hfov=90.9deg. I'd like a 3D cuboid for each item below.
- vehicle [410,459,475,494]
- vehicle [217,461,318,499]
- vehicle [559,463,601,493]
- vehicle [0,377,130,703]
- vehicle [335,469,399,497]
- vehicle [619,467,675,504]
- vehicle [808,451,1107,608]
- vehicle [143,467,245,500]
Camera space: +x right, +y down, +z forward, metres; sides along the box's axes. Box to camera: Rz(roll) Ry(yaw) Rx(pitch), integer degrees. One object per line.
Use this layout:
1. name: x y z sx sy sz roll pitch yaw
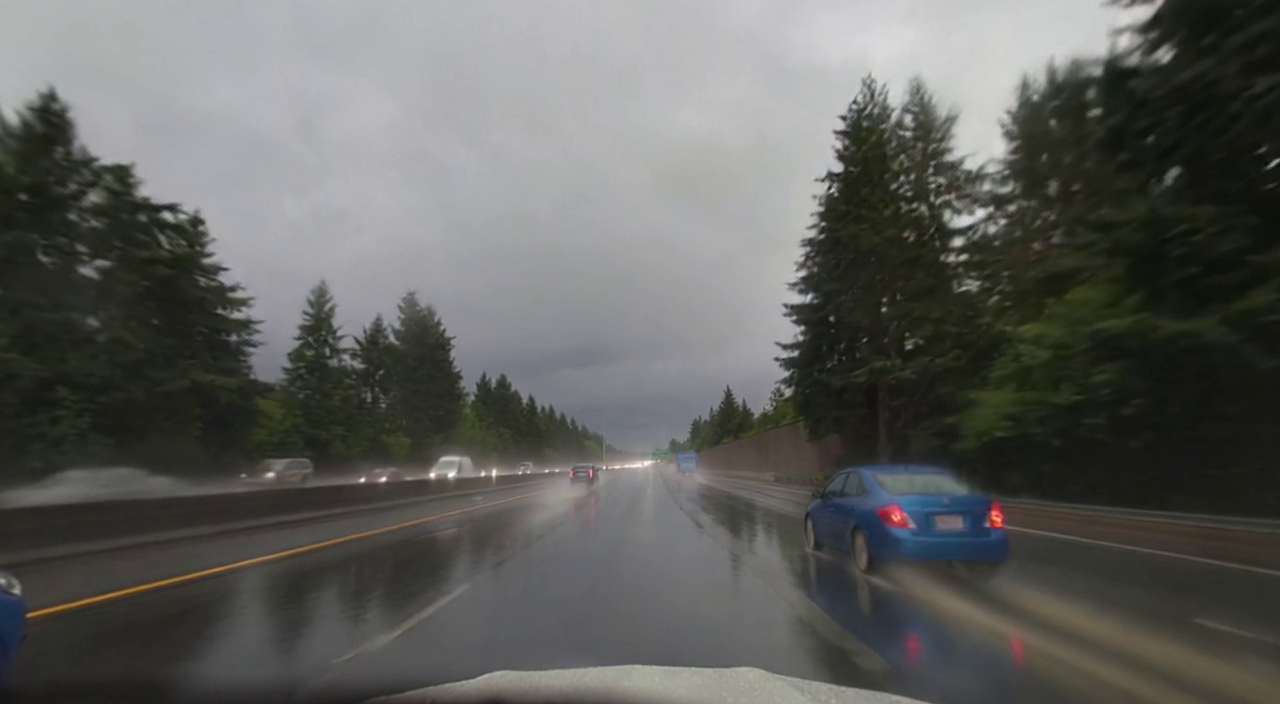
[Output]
1. vehicle: -11.558 7.329 37.270 2.143 1.845 4.823 0 -10 2
2. vehicle: -19.392 6.680 33.143 1.960 1.786 5.223 0 -10 2
3. vehicle: -3.594 7.674 38.508 2.021 1.706 4.247 0 -10 1
4. vehicle: -3.979 0.664 1.384 1.999 1.659 4.340 1 -10 0
5. vehicle: -15.627 7.500 36.253 1.847 1.472 3.787 0 -10 1
6. vehicle: 0.299 5.759 27.485 2.241 1.425 3.973 1 -10 0
7. vehicle: 3.771 2.170 8.408 1.938 1.561 3.786 1 -10 -1
8. vehicle: -23.183 6.834 33.022 1.946 1.549 4.551 1 -10 1
